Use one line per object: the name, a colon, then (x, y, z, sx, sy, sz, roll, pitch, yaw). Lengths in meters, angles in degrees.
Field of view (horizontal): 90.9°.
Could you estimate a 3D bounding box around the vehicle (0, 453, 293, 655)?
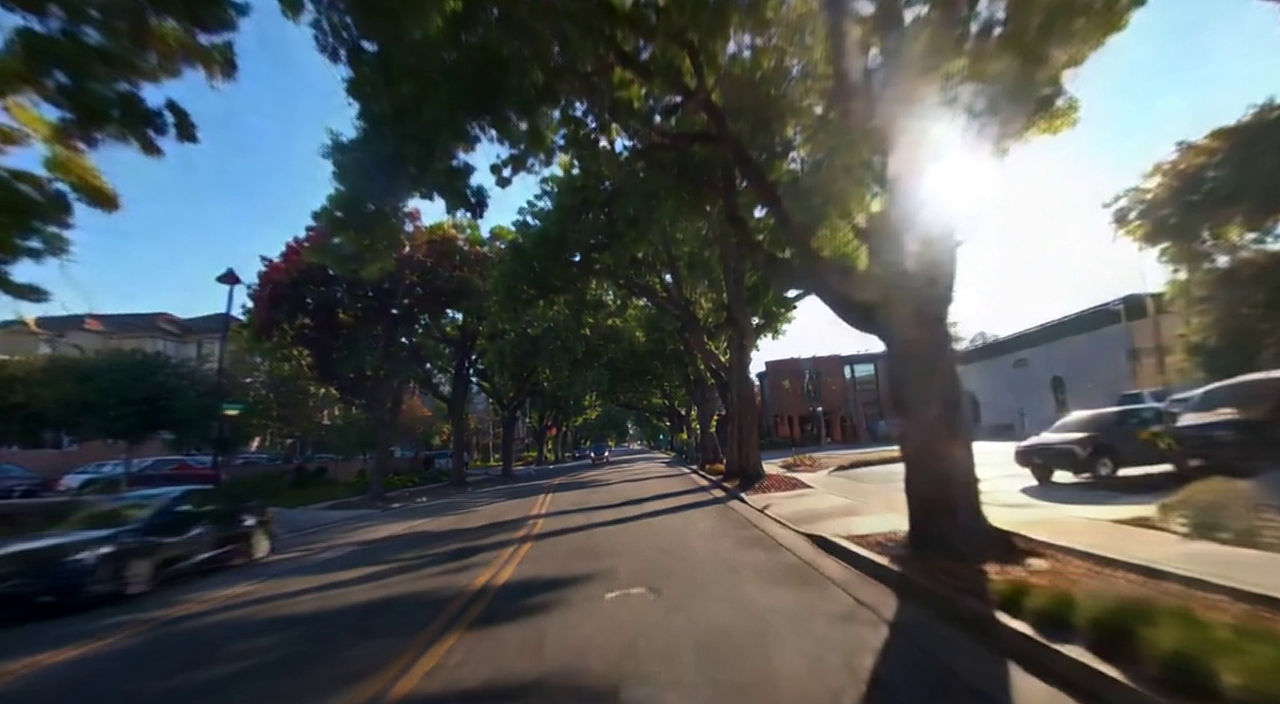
vehicle: (-5.835, 1.910, 6.550, 1.956, 1.452, 4.426, -5, -8, 0)
